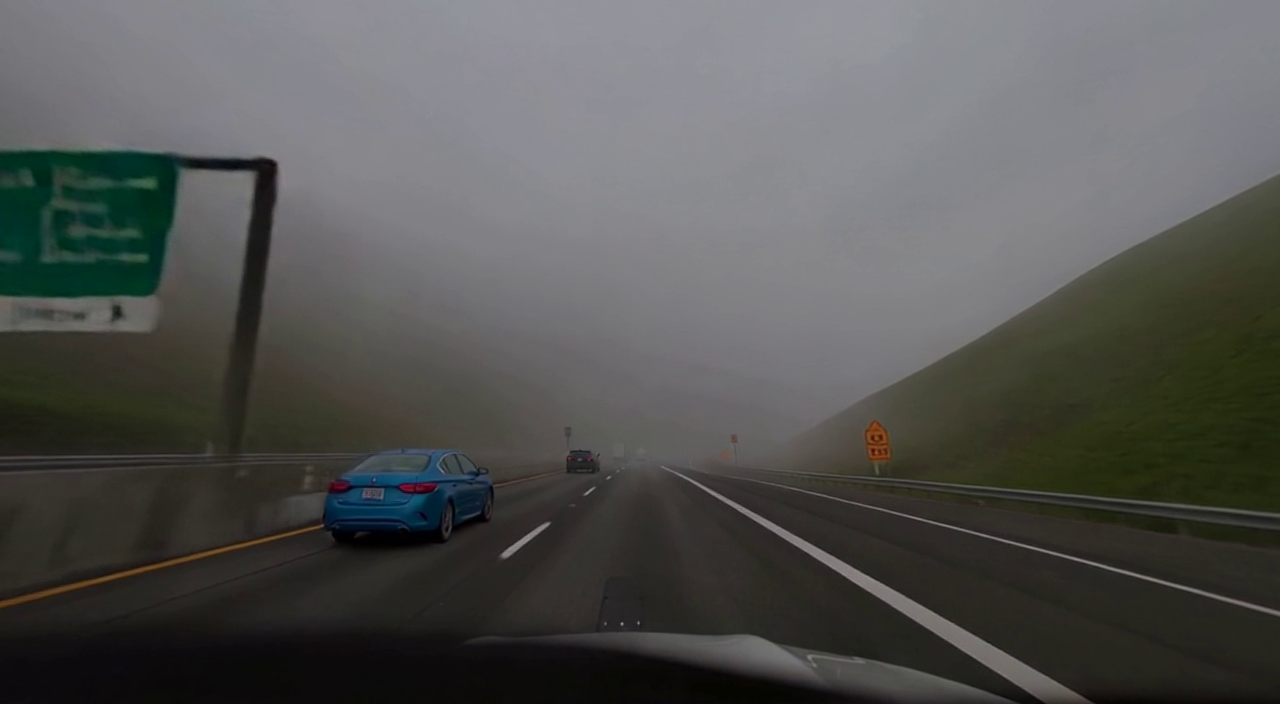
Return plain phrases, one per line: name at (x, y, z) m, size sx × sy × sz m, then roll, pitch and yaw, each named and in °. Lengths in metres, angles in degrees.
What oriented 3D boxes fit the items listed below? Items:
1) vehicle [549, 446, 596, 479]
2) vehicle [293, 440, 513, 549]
vehicle at (-3.625, 6.043, 34.732) m, size 2.073 × 1.694 × 4.162 m, roll 0°, pitch -9°, yaw 1°
vehicle at (-3.643, 2.280, 10.780) m, size 1.988 × 1.440 × 4.504 m, roll 0°, pitch -9°, yaw 0°
